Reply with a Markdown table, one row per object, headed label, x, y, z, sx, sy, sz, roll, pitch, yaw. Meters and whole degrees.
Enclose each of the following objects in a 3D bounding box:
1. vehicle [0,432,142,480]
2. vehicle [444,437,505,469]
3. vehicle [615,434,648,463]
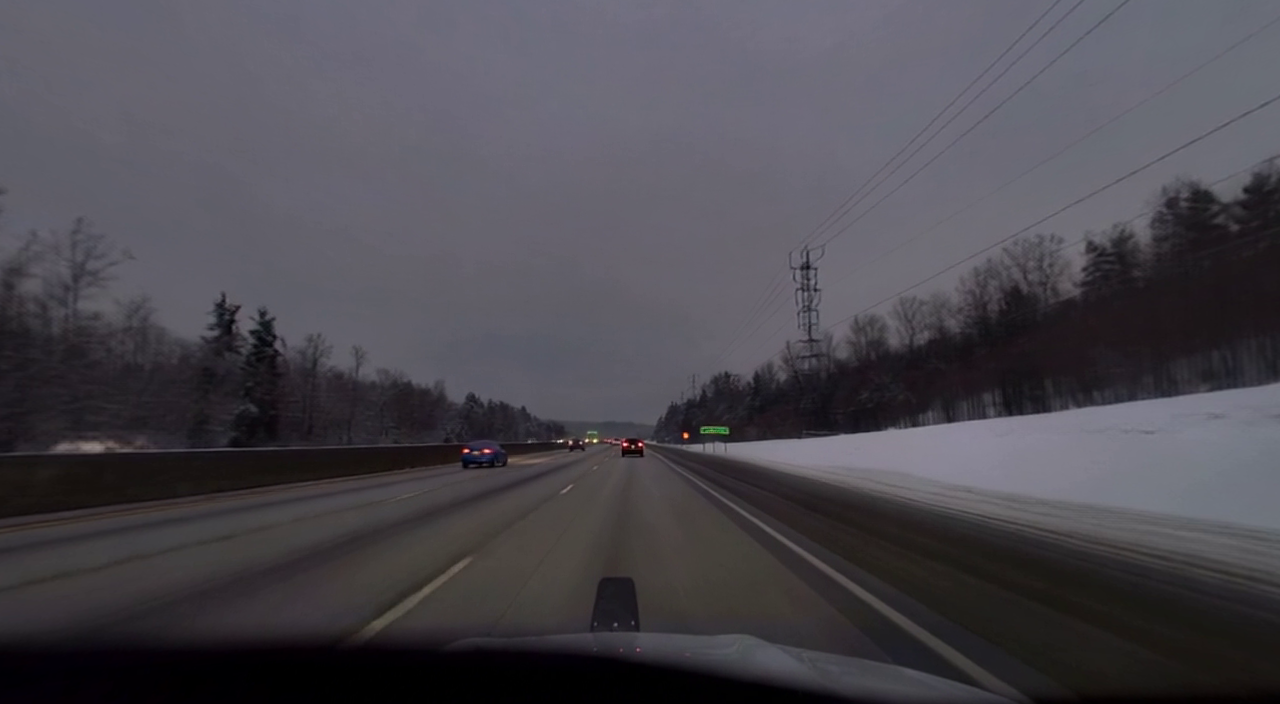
| label | x | y | z | sx | sy | sz | roll | pitch | yaw |
| --- | --- | --- | --- | --- | --- | --- | --- | --- | --- |
| vehicle | -20.065 | 3.570 | 21.827 | 1.896 | 1.464 | 4.522 | 0 | -8 | -1 |
| vehicle | -8.488 | 5.215 | 32.735 | 2.047 | 1.486 | 4.306 | 0 | -8 | 0 |
| vehicle | -0.539 | 6.247 | 40.896 | 2.040 | 1.715 | 3.906 | 0 | -8 | -1 |
